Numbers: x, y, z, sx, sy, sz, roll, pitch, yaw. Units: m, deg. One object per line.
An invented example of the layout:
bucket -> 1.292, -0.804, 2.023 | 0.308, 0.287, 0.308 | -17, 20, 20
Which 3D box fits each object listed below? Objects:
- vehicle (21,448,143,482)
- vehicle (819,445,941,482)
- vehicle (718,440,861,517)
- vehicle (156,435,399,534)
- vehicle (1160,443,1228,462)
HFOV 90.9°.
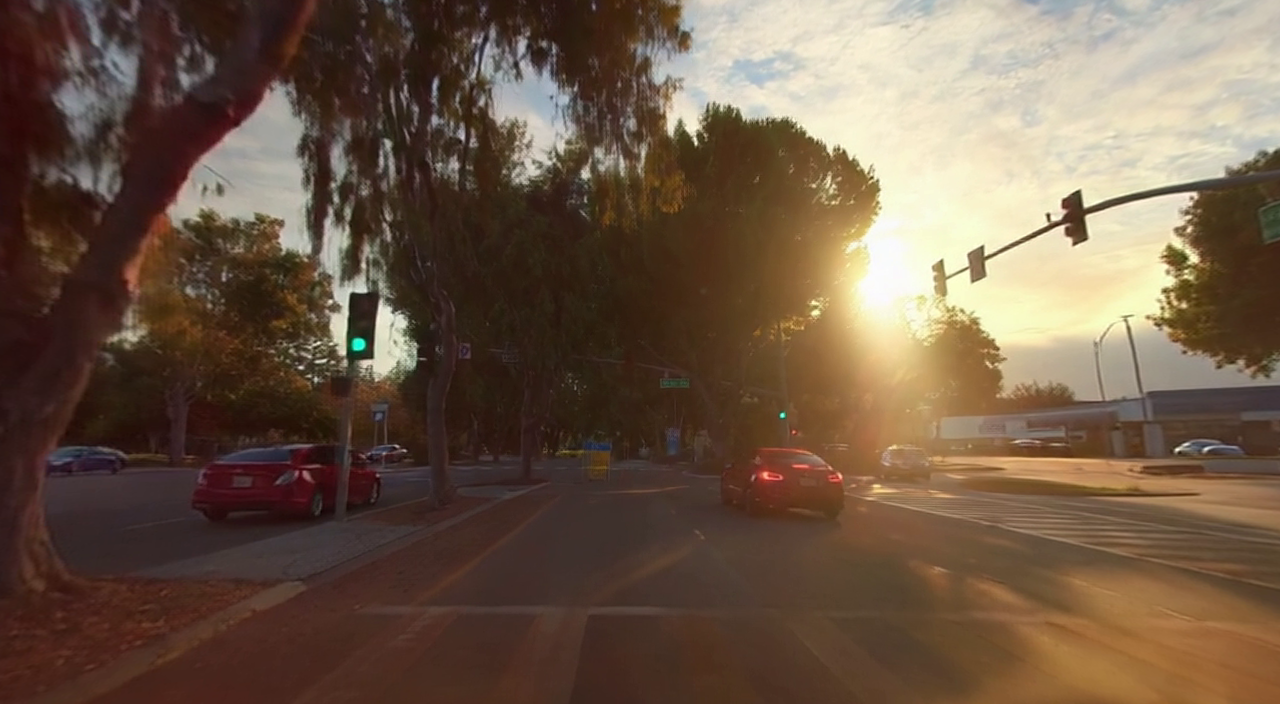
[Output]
vehicle -> -26.176, 5.283, 29.796 | 1.800, 1.449, 4.379 | 0, -8, -1
vehicle -> 10.569, 4.894, 27.862 | 4.703, 1.492, 1.930 | 2, -9, -14
vehicle -> 3.234, 2.828, 14.754 | 1.940, 1.487, 4.562 | 0, -8, -4
vehicle -> -6.396, 2.359, 11.919 | 1.995, 1.470, 4.556 | 0, -8, -2
vehicle -> 43.696, 7.916, 49.783 | 1.723, 1.431, 3.880 | 0, -8, -1
